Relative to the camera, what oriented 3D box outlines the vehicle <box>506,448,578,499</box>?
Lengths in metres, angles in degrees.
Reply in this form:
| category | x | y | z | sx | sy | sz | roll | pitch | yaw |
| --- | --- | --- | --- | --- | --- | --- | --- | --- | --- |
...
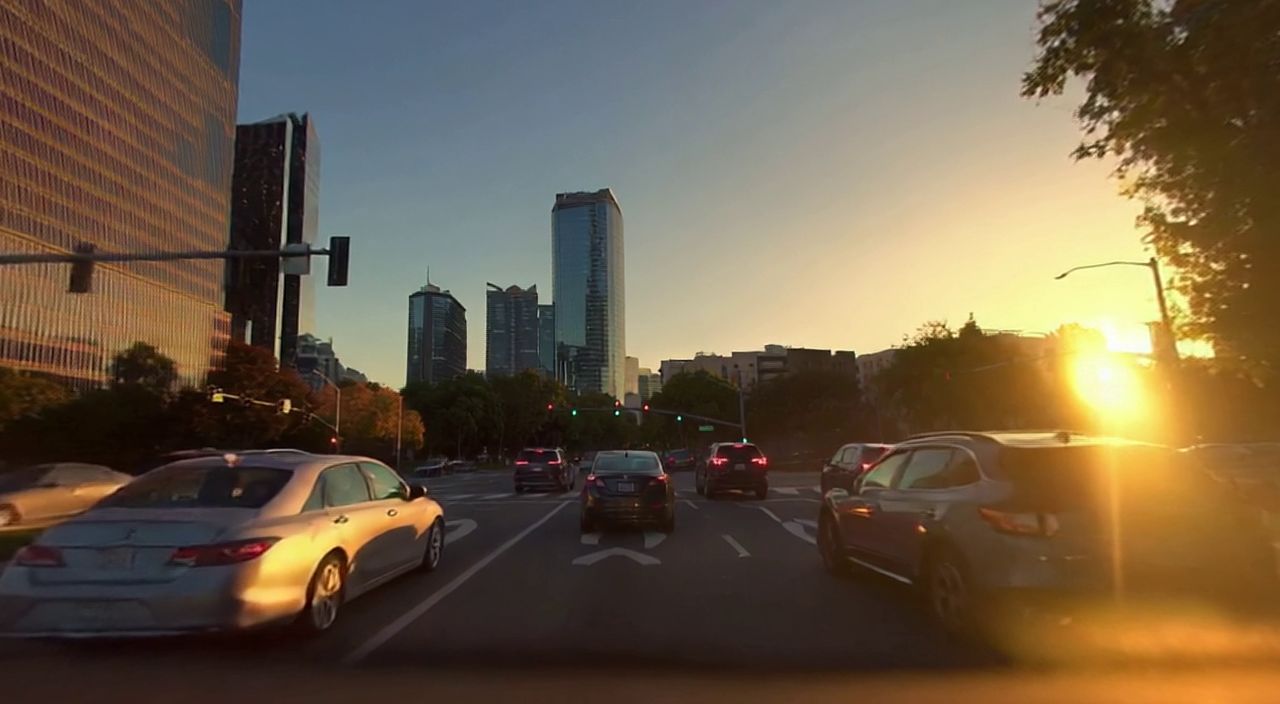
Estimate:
| category | x | y | z | sx | sy | sz | roll | pitch | yaw |
| --- | --- | --- | --- | --- | --- | --- | --- | --- | --- |
| vehicle | -3.523 | 4.442 | 23.531 | 2.033 | 1.714 | 4.278 | 0 | -9 | 0 |

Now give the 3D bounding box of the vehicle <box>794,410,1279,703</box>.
| category | x | y | z | sx | sy | sz | roll | pitch | yaw |
| --- | --- | --- | --- | --- | --- | --- | --- | --- | --- |
| vehicle | 3.054 | 1.459 | 5.703 | 1.996 | 1.566 | 4.917 | 0 | -9 | -1 |

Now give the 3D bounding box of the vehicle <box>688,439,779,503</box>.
| category | x | y | z | sx | sy | sz | roll | pitch | yaw |
| --- | --- | --- | --- | --- | --- | --- | --- | --- | --- |
| vehicle | 2.827 | 3.732 | 20.226 | 2.138 | 1.778 | 4.422 | 0 | -9 | -1 |

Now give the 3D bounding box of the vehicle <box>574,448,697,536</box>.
| category | x | y | z | sx | sy | sz | roll | pitch | yaw |
| --- | --- | --- | --- | --- | --- | --- | --- | --- | --- |
| vehicle | -0.111 | 2.699 | 12.826 | 2.098 | 1.461 | 3.958 | 0 | -9 | -1 |

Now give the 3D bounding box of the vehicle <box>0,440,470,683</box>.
| category | x | y | z | sx | sy | sz | roll | pitch | yaw |
| --- | --- | --- | --- | --- | --- | --- | --- | --- | --- |
| vehicle | -3.297 | 1.630 | 6.173 | 2.045 | 1.463 | 4.490 | 0 | -9 | 0 |
